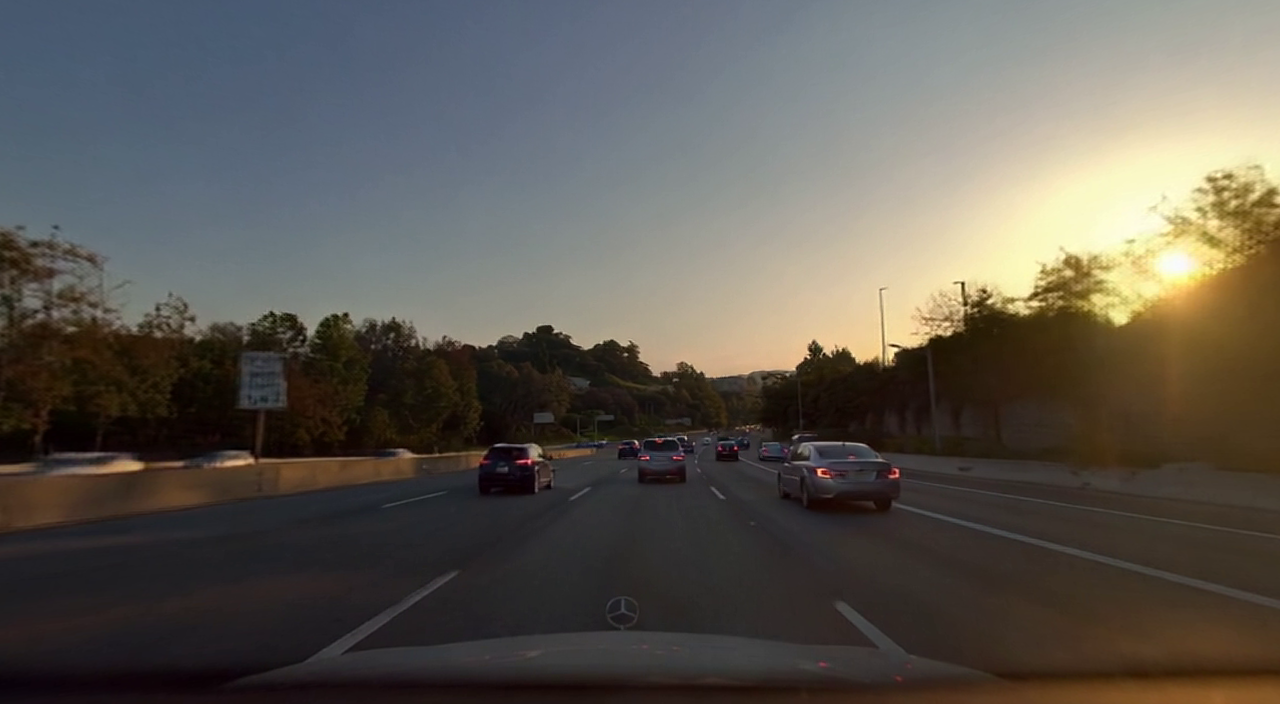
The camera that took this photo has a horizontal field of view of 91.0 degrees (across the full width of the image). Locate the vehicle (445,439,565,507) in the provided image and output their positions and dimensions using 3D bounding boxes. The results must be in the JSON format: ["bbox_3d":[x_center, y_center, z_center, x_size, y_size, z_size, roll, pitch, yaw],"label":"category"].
[{"bbox_3d":[-3.300,3.059,16.380,2.012,1.495,4.169,0,-9,3],"label":"vehicle"}]

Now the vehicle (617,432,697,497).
[{"bbox_3d":[0.525,3.398,19.328,2.181,1.728,3.970,0,-9,1],"label":"vehicle"}]

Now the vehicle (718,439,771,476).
[{"bbox_3d":[5.234,5.374,32.170,2.063,1.710,4.591,0,-9,2],"label":"vehicle"}]

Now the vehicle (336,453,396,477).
[{"bbox_3d":[-19.151,7.907,44.261,2.031,1.551,4.268,0,-9,4],"label":"vehicle"}]

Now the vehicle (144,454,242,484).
[{"bbox_3d":[-26.036,6.801,36.911,1.906,1.508,4.841,0,-9,5],"label":"vehicle"}]

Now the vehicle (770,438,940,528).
[{"bbox_3d":[4.140,2.590,13.028,1.999,1.514,4.338,0,-9,0],"label":"vehicle"}]
